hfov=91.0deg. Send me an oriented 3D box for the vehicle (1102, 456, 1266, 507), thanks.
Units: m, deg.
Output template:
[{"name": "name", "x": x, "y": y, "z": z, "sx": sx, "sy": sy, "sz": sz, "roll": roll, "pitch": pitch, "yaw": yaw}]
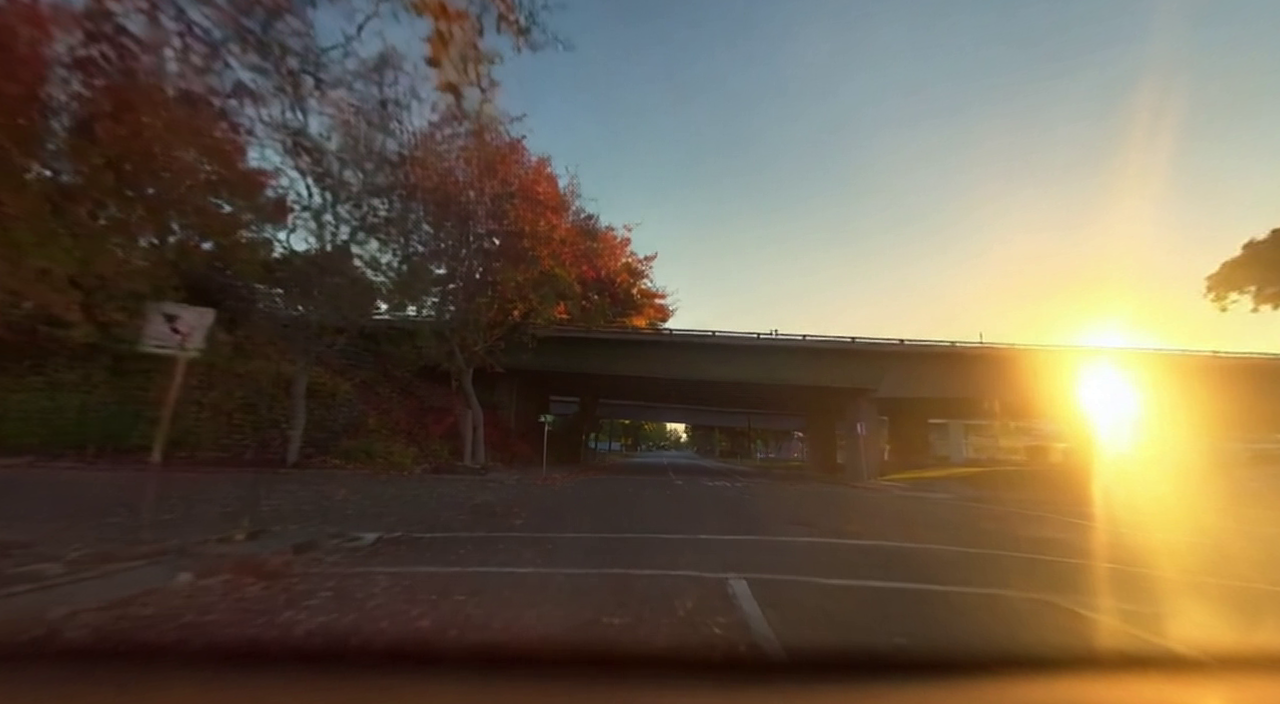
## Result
[{"name": "vehicle", "x": 20.600, "y": 4.845, "z": 24.009, "sx": 2.066, "sy": 1.654, "sz": 4.269, "roll": 7, "pitch": -11, "yaw": -37}]
